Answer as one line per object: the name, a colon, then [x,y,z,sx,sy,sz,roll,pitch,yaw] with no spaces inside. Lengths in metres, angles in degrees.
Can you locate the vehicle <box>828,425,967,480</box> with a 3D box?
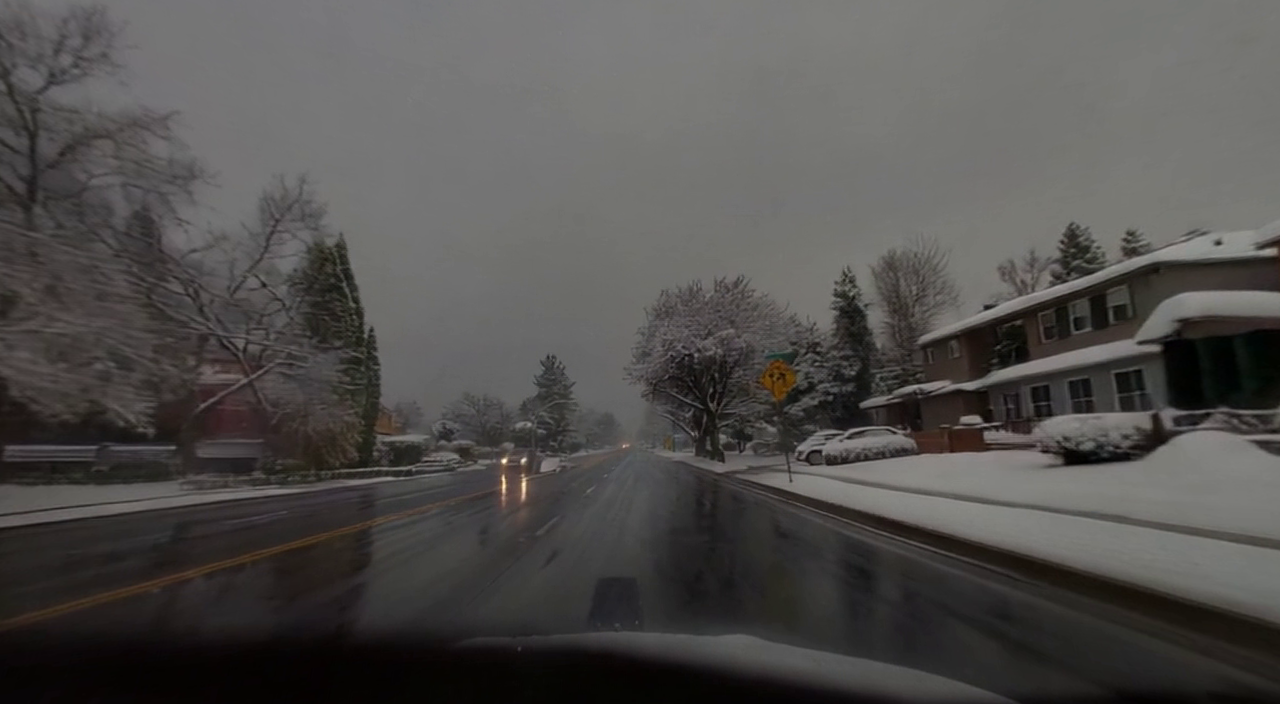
vehicle: [10.519,4.175,26.138,4.583,1.853,2.260,-2,-14,-3]

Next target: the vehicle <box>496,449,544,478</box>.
vehicle: [-7.220,6.726,38.495,1.951,1.613,4.654,0,-8,1]
